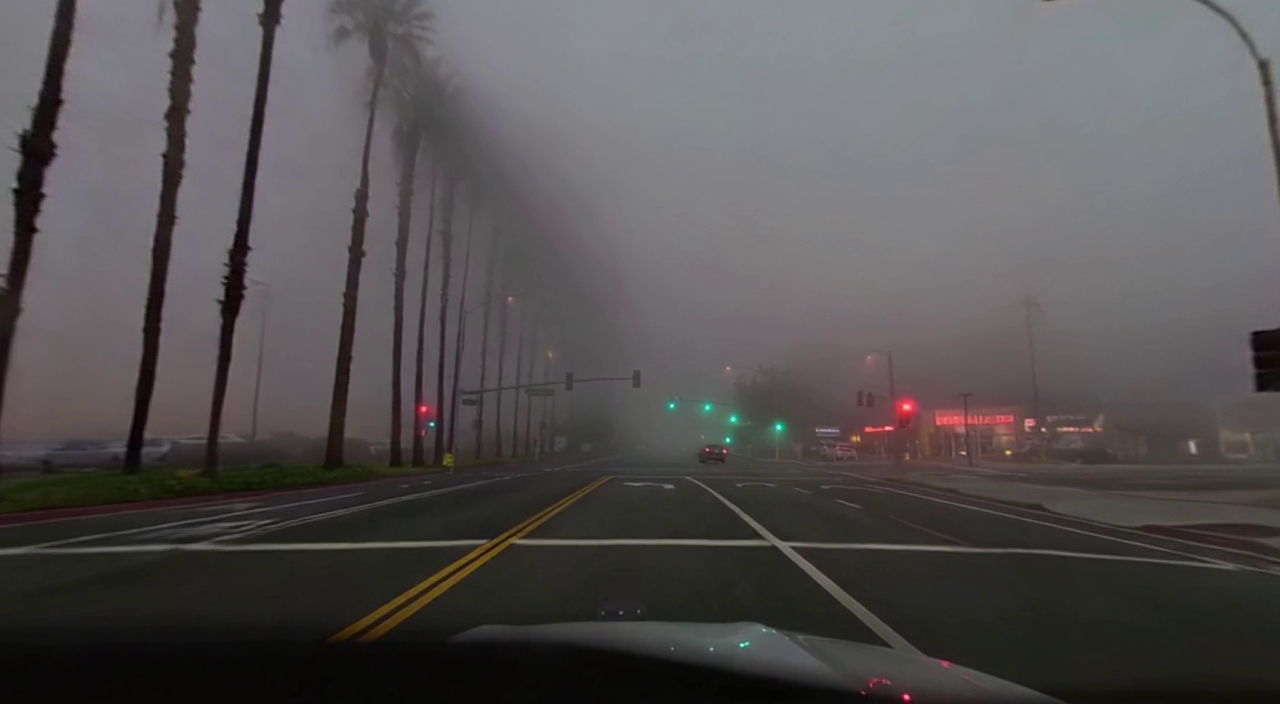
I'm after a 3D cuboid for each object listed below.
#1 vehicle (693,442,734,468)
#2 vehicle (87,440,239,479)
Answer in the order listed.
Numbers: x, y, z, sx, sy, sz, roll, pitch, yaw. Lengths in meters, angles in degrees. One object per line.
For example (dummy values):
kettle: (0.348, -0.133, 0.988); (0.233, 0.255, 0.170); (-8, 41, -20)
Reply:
vehicle: (4.536, 6.449, 39.552); (2.065, 1.507, 4.225); (0, -9, 0)
vehicle: (-18.206, 4.105, 24.170); (4.277, 1.453, 1.913); (0, -8, 0)
